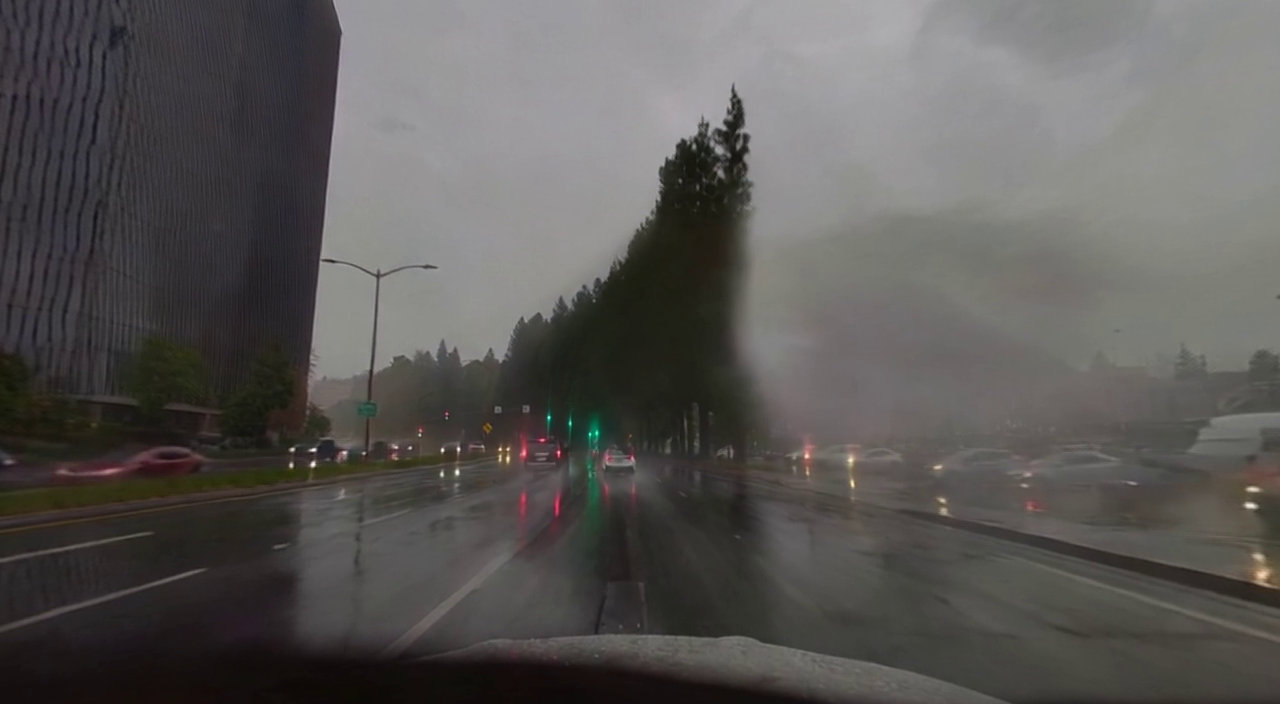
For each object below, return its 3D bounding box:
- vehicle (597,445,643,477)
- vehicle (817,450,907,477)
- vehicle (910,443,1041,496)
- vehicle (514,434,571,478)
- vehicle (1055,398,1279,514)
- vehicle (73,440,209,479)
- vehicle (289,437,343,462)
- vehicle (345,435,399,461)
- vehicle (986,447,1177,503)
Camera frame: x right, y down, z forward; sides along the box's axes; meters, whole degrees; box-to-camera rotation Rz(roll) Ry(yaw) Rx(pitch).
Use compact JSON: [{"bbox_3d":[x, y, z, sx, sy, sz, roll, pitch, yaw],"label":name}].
[{"bbox_3d":[-1.007,5.152,30.108,2.050,1.385,4.096,1,-8,-3],"label":"vehicle"},{"bbox_3d":[12.715,6.384,36.343,4.470,1.429,1.878,0,-7,1],"label":"vehicle"},{"bbox_3d":[12.964,4.535,24.562,3.965,1.702,1.817,-3,-7,0],"label":"vehicle"},{"bbox_3d":[-4.270,4.647,28.430,2.001,1.784,4.483,1,-8,-2],"label":"vehicle"},{"bbox_3d":[20.393,3.239,20.457,2.924,3.405,15.125,-3,-6,-3],"label":"vehicle"},{"bbox_3d":[-18.493,3.984,23.718,1.605,1.292,4.497,1,-8,-3],"label":"vehicle"},{"bbox_3d":[-23.443,7.060,45.837,1.849,1.657,4.360,1,-8,-5],"label":"vehicle"},{"bbox_3d":[-19.832,7.154,47.016,2.087,1.788,4.999,1,-8,-4],"label":"vehicle"},{"bbox_3d":[13.628,3.819,19.745,4.489,1.652,1.783,-1,-10,3],"label":"vehicle"}]
